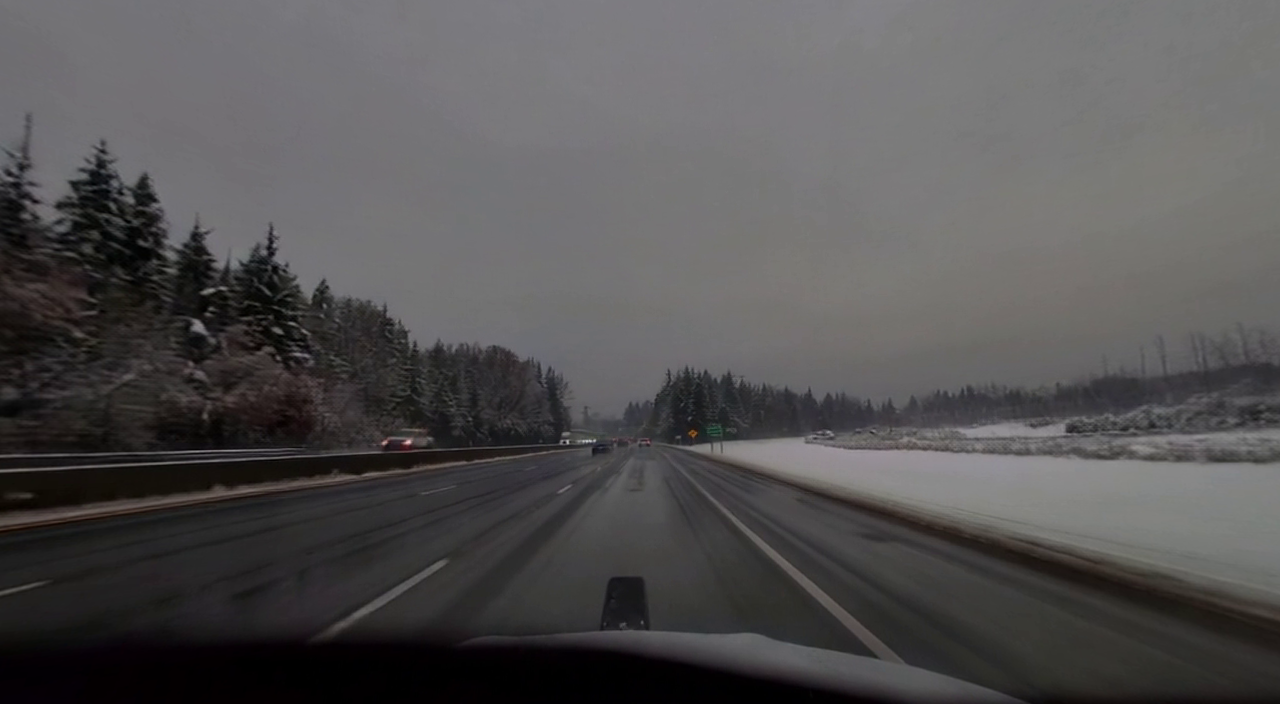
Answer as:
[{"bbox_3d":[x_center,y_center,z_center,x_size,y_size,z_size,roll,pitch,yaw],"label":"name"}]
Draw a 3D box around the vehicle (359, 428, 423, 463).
[{"bbox_3d":[-18.530,6.995,47.212,2.280,2.481,5.795,0,-8,2],"label":"vehicle"}]
